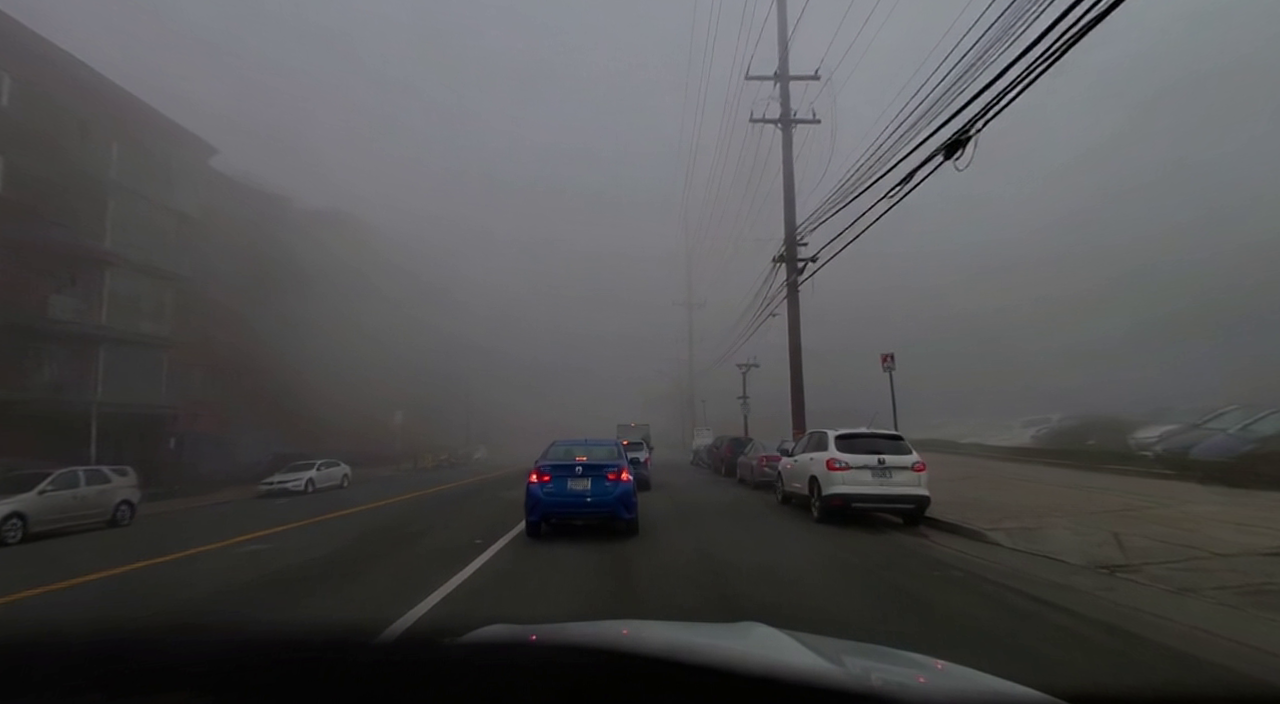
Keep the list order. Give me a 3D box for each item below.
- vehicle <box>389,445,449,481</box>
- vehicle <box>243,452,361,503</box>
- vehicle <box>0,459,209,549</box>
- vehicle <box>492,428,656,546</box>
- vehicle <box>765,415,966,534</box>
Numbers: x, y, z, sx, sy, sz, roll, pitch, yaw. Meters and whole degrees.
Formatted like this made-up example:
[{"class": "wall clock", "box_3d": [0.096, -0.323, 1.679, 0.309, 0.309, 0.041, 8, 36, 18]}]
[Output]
[{"class": "vehicle", "box_3d": [-12.068, 6.036, 34.747, 2.011, 1.687, 4.079, -4, -8, -2]}, {"class": "vehicle", "box_3d": [-12.018, 4.441, 22.834, 1.868, 1.491, 4.367, -4, -9, 0]}, {"class": "vehicle", "box_3d": [-11.965, 3.181, 13.821, 1.850, 1.487, 4.711, -3, -8, -1]}, {"class": "vehicle", "box_3d": [-0.835, 2.019, 10.178, 2.019, 1.453, 4.603, 0, -8, -1]}, {"class": "vehicle", "box_3d": [3.735, 2.113, 11.474, 1.967, 1.721, 4.410, 0, -8, -1]}]
